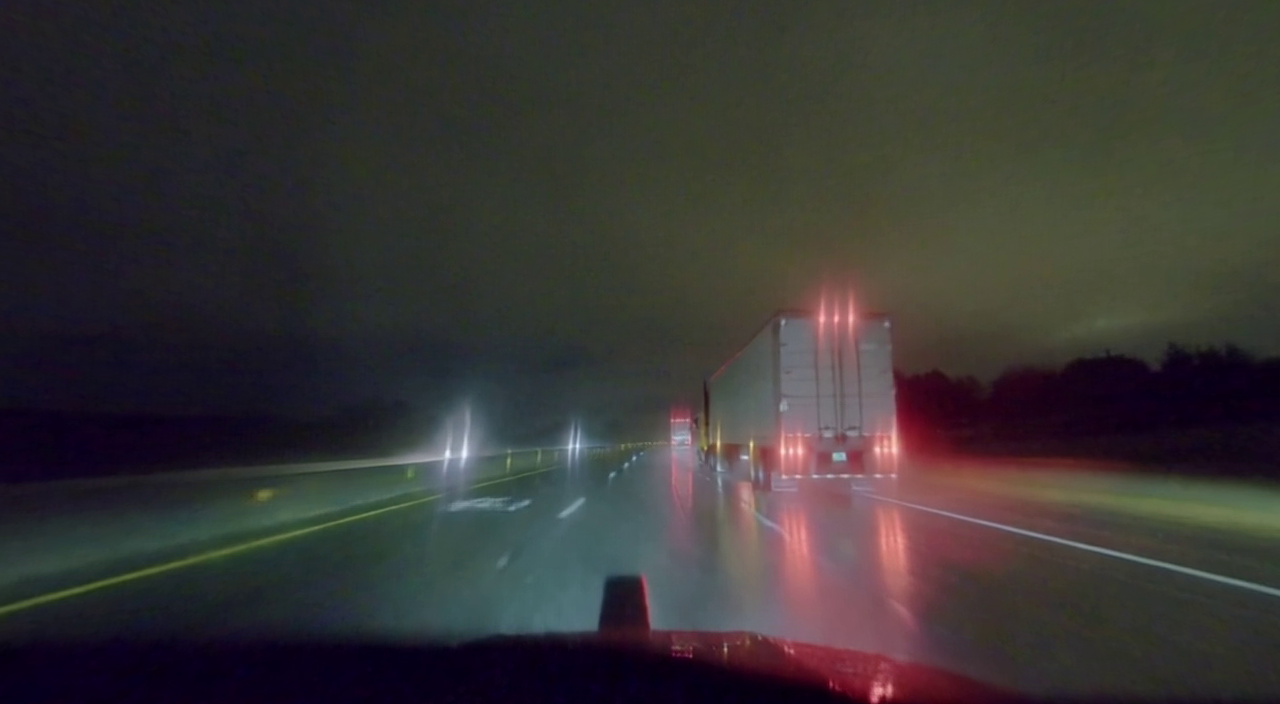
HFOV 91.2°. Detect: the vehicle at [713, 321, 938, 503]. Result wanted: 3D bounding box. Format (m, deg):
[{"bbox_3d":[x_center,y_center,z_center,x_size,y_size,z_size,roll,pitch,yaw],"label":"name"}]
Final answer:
[{"bbox_3d":[4.844,2.352,20.950,3.485,3.975,14.489,0,-8,2],"label":"vehicle"}]
